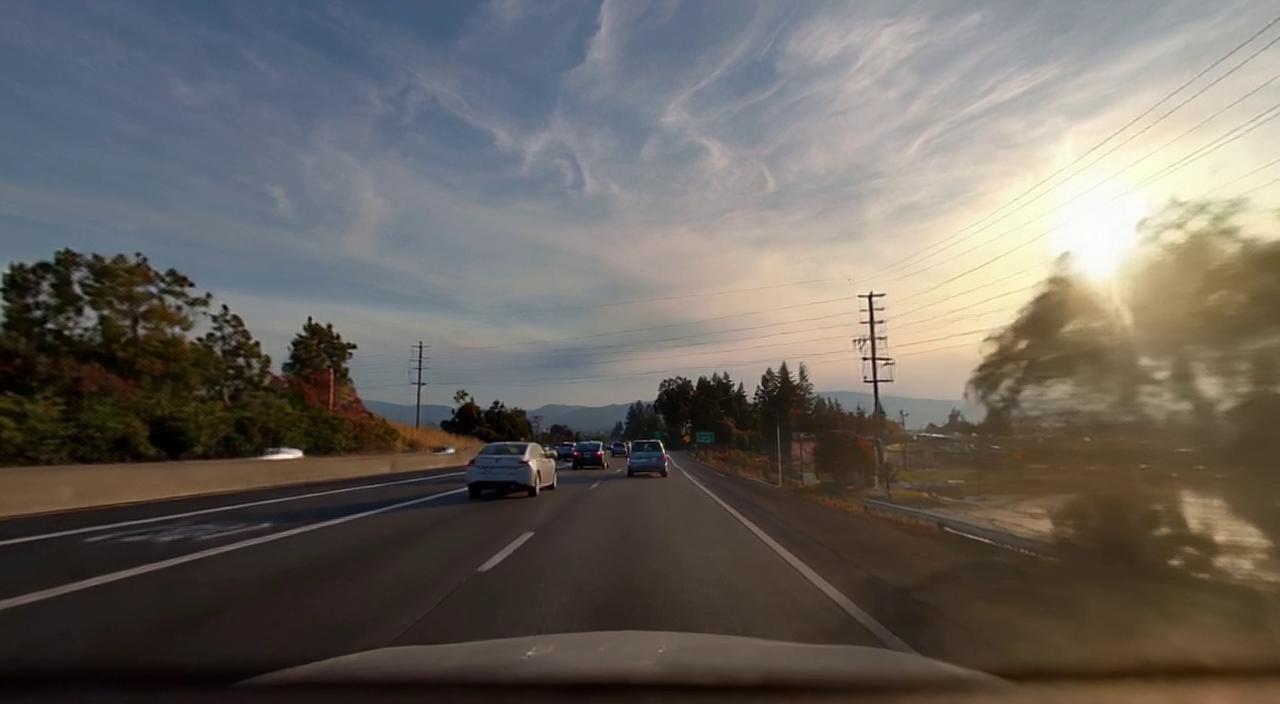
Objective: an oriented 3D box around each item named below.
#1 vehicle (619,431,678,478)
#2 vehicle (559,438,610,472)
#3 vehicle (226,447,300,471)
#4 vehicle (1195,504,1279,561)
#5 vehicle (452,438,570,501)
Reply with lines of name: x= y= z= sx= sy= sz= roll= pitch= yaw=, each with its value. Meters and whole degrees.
vehicle: x=0.373 y=4.347 z=26.976 sx=2.319 sy=1.813 sz=4.274 roll=0 pitch=-9 yaw=1
vehicle: x=-2.909 y=5.542 z=34.165 sx=2.051 sy=1.695 sz=4.731 roll=-1 pitch=-9 yaw=3
vehicle: x=-23.938 y=6.771 z=40.232 sx=1.794 sy=1.440 sz=4.532 roll=0 pitch=-9 yaw=2
vehicle: x=30.813 y=8.887 z=31.287 sx=2.164 sy=2.048 sz=5.656 roll=-2 pitch=-8 yaw=11
vehicle: x=-3.248 y=3.073 z=16.947 sx=2.092 sy=1.464 sz=4.466 roll=0 pitch=-9 yaw=2
